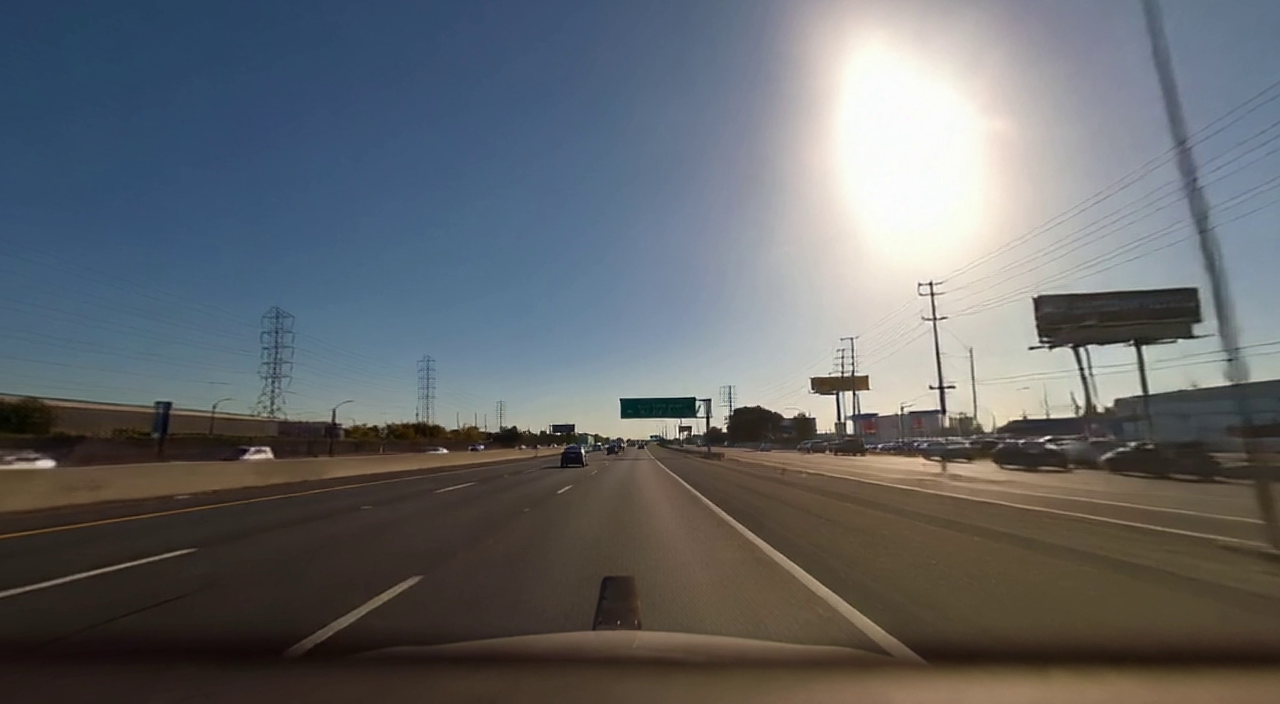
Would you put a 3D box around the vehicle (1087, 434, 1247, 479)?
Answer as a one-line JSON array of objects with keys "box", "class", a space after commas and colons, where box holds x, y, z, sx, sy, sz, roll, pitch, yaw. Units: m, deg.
[{"box": [19.066, 3.798, 23.217, 1.806, 1.466, 4.711, 0, -9, 0], "class": "vehicle"}]

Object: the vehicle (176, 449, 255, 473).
[{"box": [-29.071, 7.436, 43.467, 2.019, 1.502, 4.837, 0, -9, 1], "class": "vehicle"}]

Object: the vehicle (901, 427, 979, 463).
[{"box": [18.831, 5.884, 40.020, 2.165, 2.077, 5.451, 0, -9, -1], "class": "vehicle"}]

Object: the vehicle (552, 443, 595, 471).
[{"box": [-3.768, 6.042, 36.627, 1.940, 1.479, 4.545, 0, -9, 1], "class": "vehicle"}]
